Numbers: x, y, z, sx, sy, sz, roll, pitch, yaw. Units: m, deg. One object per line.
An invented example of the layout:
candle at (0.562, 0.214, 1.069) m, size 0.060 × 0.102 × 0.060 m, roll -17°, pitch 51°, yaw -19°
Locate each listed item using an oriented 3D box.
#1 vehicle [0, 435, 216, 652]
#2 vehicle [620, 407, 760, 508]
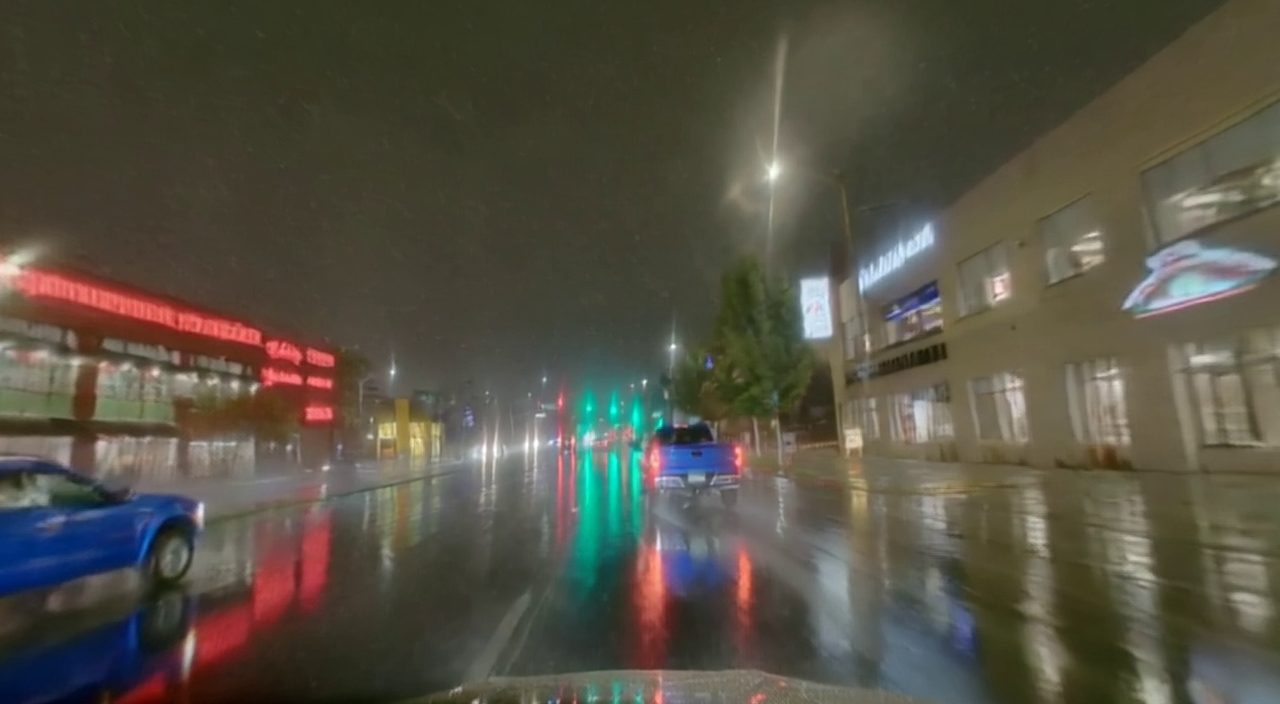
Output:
vehicle at (-5.198, 1.254, 4.023) m, size 1.888 × 1.424 × 4.553 m, roll 0°, pitch -8°, yaw -1°
vehicle at (0.884, 2.462, 15.204) m, size 2.590 × 1.932 × 5.776 m, roll 0°, pitch -8°, yaw -3°
